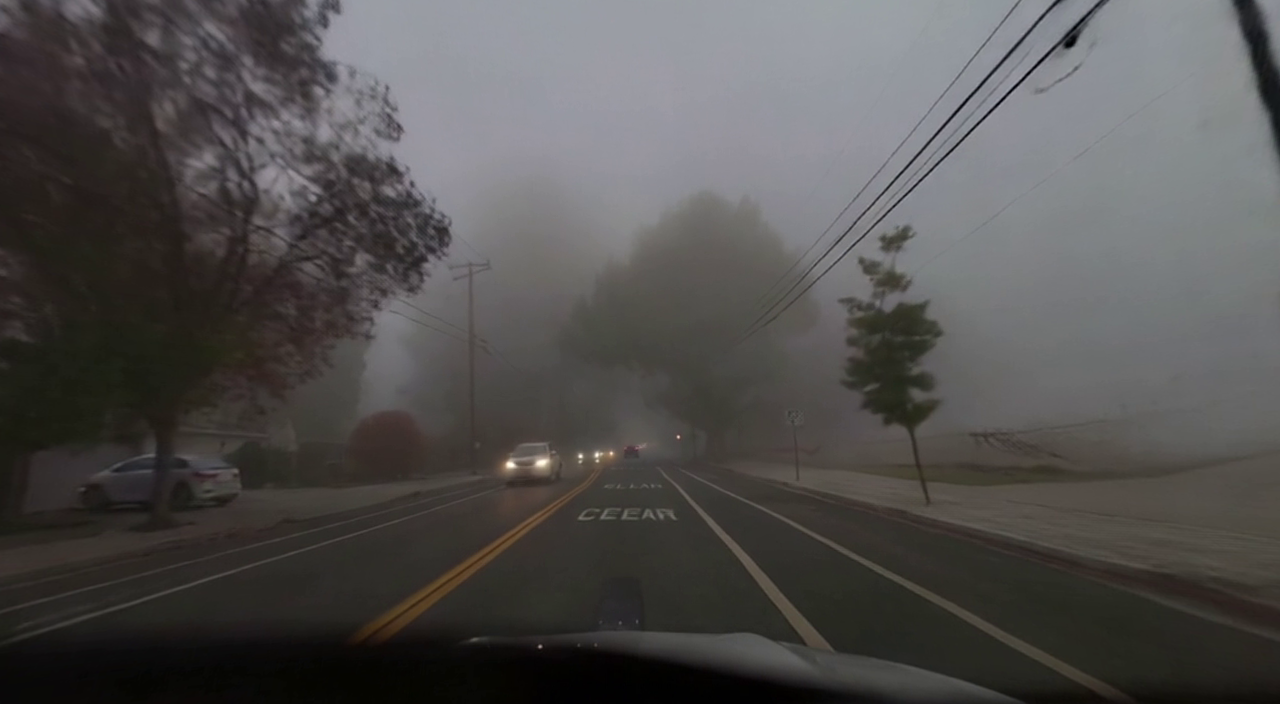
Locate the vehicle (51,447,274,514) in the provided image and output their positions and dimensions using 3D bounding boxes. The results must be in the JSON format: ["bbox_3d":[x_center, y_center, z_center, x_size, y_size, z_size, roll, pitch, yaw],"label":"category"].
[{"bbox_3d":[-13.744,3.697,18.472,4.607,1.772,2.261,0,-8,-1],"label":"vehicle"}]

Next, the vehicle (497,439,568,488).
[{"bbox_3d":[-4.155,4.360,25.166,2.055,1.757,4.494,0,-8,0],"label":"vehicle"}]
